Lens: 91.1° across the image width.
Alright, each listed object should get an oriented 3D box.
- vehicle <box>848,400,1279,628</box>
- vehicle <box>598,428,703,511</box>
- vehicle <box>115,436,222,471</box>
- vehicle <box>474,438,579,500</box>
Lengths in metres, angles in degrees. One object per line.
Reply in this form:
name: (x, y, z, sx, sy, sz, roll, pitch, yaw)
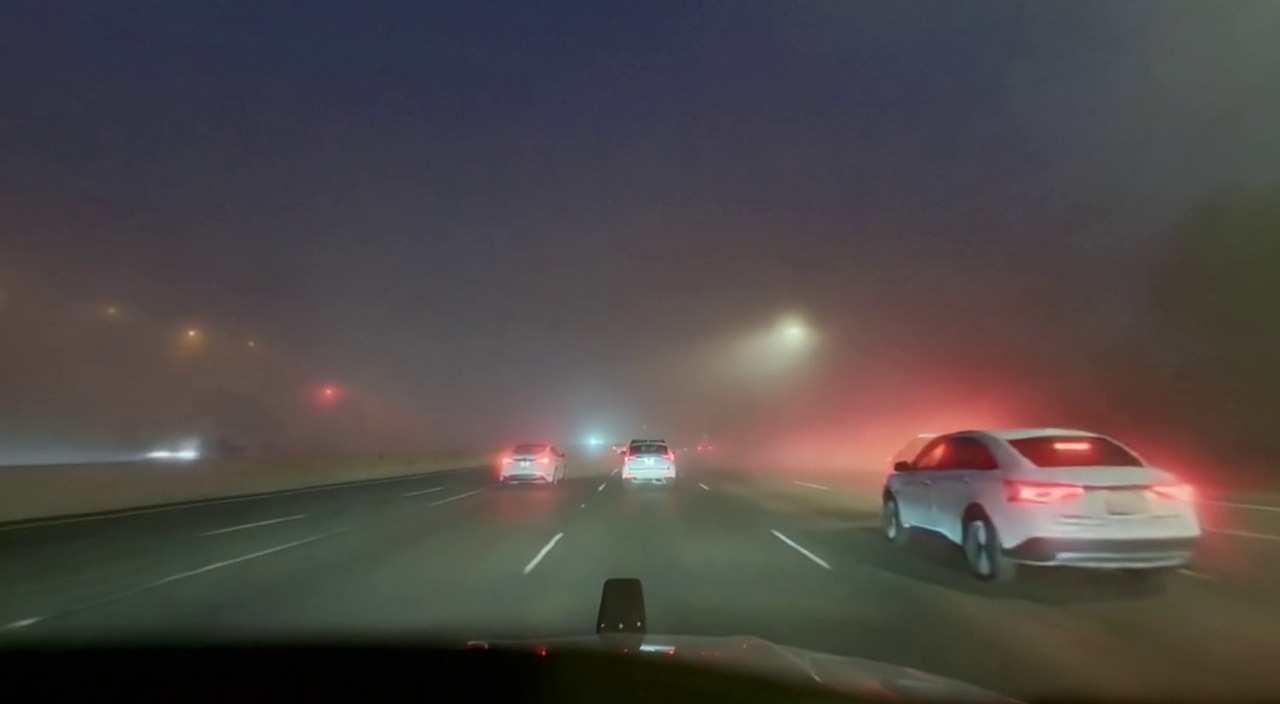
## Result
vehicle: (4.072, 1.489, 6.726, 2.210, 1.625, 4.249, 0, -9, 0)
vehicle: (0.223, 2.672, 14.721, 2.099, 1.640, 4.134, 0, -9, 0)
vehicle: (-26.554, 5.737, 35.629, 2.242, 1.794, 4.890, 0, -9, 1)
vehicle: (-3.050, 3.254, 17.973, 2.011, 1.510, 4.698, 0, -9, 1)
